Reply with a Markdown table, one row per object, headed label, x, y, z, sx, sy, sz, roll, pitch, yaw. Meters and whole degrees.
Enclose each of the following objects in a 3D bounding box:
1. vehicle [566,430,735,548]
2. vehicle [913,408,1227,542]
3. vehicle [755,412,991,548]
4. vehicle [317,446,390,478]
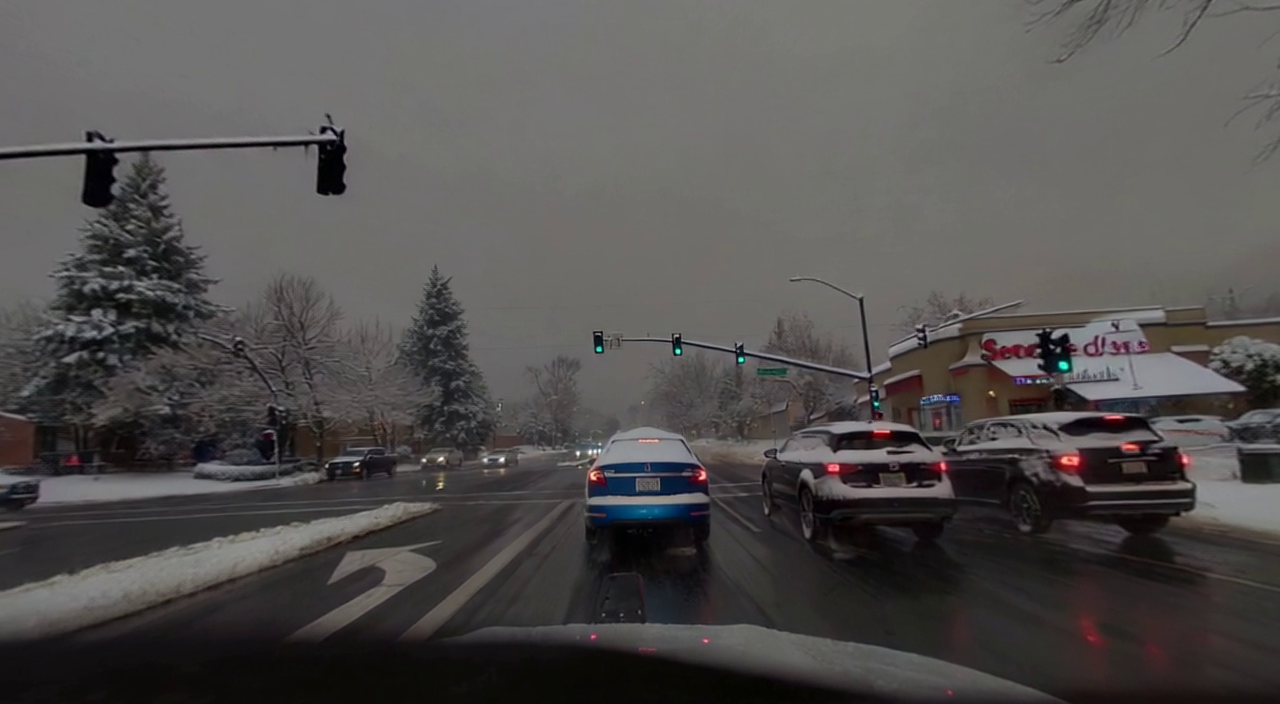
| label | x | y | z | sx | sy | sz | roll | pitch | yaw |
| --- | --- | --- | --- | --- | --- | --- | --- | --- | --- |
| vehicle | 0.097 | 2.035 | 10.093 | 2.135 | 1.468 | 4.076 | 0 | -8 | -1 |
| vehicle | 6.460 | 1.898 | 10.298 | 2.009 | 1.700 | 4.275 | 0 | -8 | -1 |
| vehicle | 3.272 | 1.910 | 10.105 | 1.973 | 1.633 | 4.717 | 0 | -8 | 0 |
| vehicle | -18.585 | 7.138 | 41.306 | 2.324 | 1.911 | 5.610 | 0 | -8 | -2 |
